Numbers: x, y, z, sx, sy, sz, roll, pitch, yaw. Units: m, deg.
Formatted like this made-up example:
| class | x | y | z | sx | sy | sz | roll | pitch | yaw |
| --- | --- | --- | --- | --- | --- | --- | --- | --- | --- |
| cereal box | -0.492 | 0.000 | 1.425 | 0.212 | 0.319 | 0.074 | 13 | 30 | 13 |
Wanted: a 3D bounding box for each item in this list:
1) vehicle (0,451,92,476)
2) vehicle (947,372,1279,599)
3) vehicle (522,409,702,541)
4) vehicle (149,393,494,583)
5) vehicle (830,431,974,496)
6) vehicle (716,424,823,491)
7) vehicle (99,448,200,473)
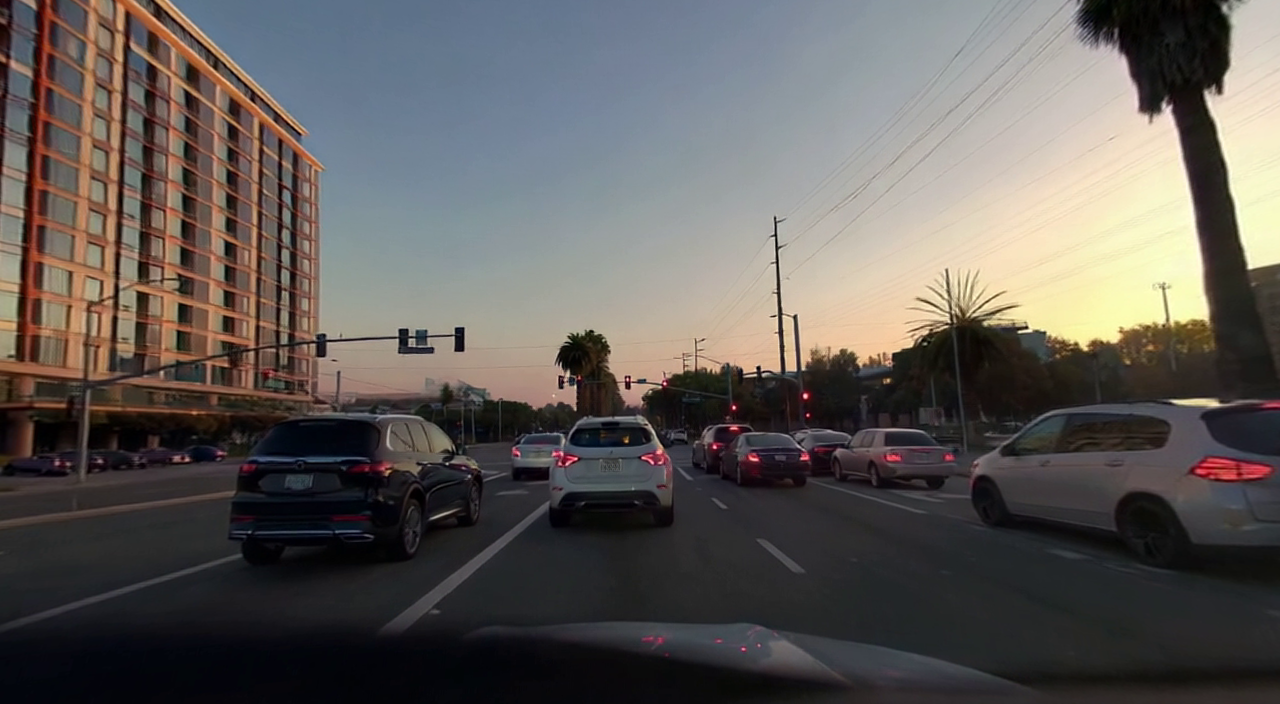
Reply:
| class | x | y | z | sx | sy | sz | roll | pitch | yaw |
| --- | --- | --- | --- | --- | --- | --- | --- | --- | --- |
| vehicle | -42.452 | 7.908 | 44.884 | 4.867 | 1.689 | 1.971 | 1 | -8 | -8 |
| vehicle | 6.459 | 1.555 | 8.276 | 2.130 | 1.979 | 5.310 | 0 | -8 | 0 |
| vehicle | -0.409 | 1.893 | 10.292 | 2.302 | 1.681 | 4.217 | 0 | -8 | -2 |
| vehicle | -3.524 | 1.607 | 8.244 | 2.136 | 1.779 | 4.417 | 0 | -8 | 1 |
| vehicle | 6.561 | 2.835 | 16.413 | 1.764 | 1.451 | 4.300 | 0 | -8 | -2 |
| vehicle | 3.349 | 2.835 | 17.200 | 1.975 | 1.598 | 4.025 | 0 | -8 | -1 |
| vehicle | -35.667 | 7.892 | 46.079 | 5.422 | 1.765 | 1.937 | 1 | -8 | -8 |
